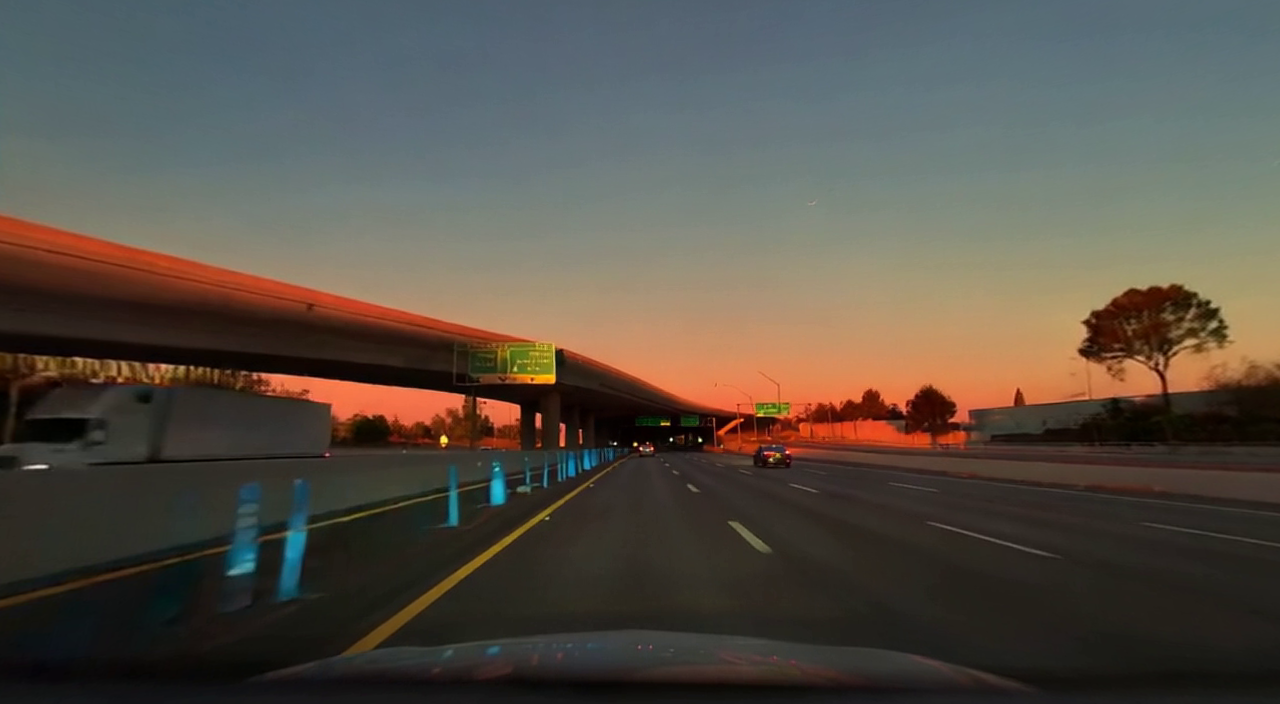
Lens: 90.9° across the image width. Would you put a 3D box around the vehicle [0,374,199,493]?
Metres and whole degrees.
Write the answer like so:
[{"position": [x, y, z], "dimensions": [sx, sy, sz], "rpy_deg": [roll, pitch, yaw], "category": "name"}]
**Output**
[{"position": [-20.175, 3.017, 23.081], "dimensions": [3.033, 3.698, 6.780], "rpy_deg": [0, -8, 0], "category": "vehicle"}]
